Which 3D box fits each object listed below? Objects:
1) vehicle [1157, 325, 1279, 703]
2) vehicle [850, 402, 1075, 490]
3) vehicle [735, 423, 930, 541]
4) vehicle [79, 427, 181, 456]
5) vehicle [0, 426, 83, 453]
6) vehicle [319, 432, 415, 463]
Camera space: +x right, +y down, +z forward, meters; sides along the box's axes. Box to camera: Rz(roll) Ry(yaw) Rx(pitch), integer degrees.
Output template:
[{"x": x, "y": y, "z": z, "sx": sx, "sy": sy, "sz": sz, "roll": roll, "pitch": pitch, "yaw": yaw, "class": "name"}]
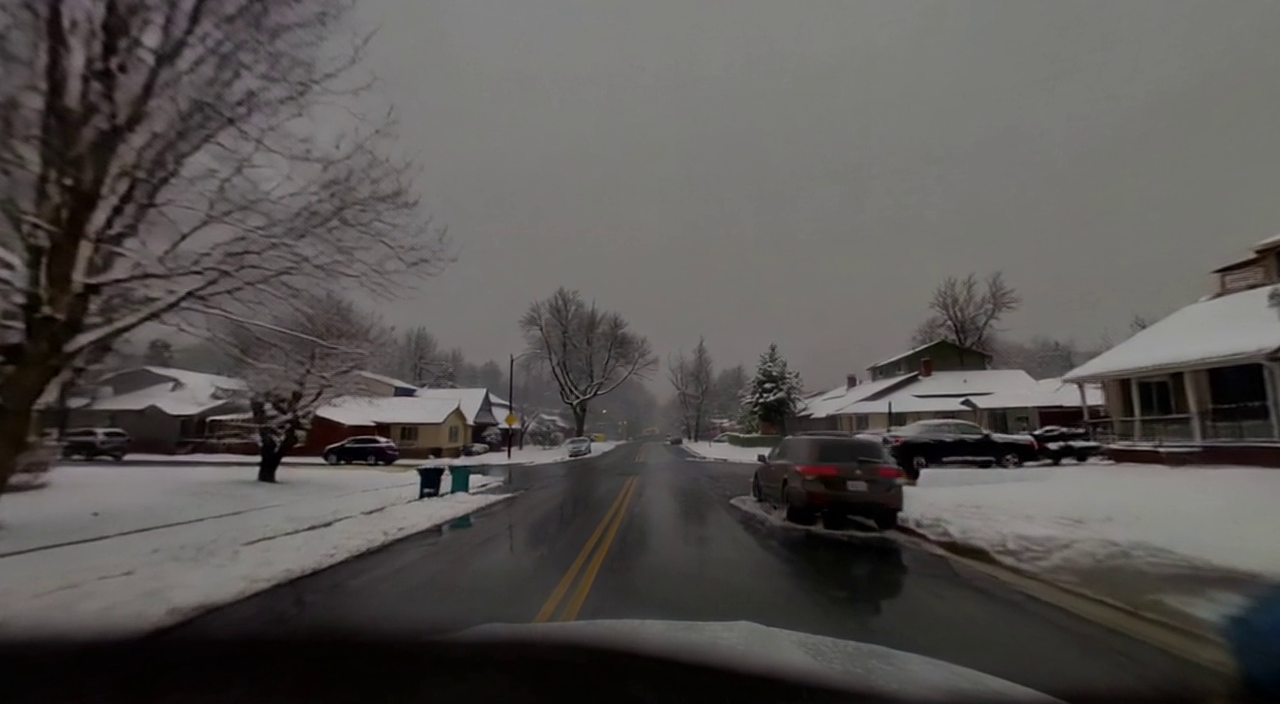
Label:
[{"x": 3.022, "y": 0.493, "z": 0.373, "sx": 1.822, "sy": 1.668, "sz": 4.147, "roll": 0, "pitch": -9, "yaw": -1, "class": "vehicle"}, {"x": 8.897, "y": 2.661, "z": 17.866, "sx": 4.912, "sy": 1.866, "sz": 2.359, "roll": -5, "pitch": -9, "yaw": -1, "class": "vehicle"}, {"x": 3.202, "y": 2.307, "z": 11.944, "sx": 2.074, "sy": 1.646, "sz": 5.457, "roll": 1, "pitch": -9, "yaw": 1, "class": "vehicle"}, {"x": -30.959, "y": 5.466, "z": 38.424, "sx": 4.562, "sy": 1.613, "sz": 1.979, "roll": 0, "pitch": -10, "yaw": 4, "class": "vehicle"}, {"x": -37.427, "y": 5.362, "z": 38.628, "sx": 4.969, "sy": 1.501, "sz": 1.905, "roll": 0, "pitch": -10, "yaw": 3, "class": "vehicle"}, {"x": -16.382, "y": 5.769, "z": 38.073, "sx": 4.722, "sy": 1.730, "sz": 2.109, "roll": 0, "pitch": -11, "yaw": 4, "class": "vehicle"}]
